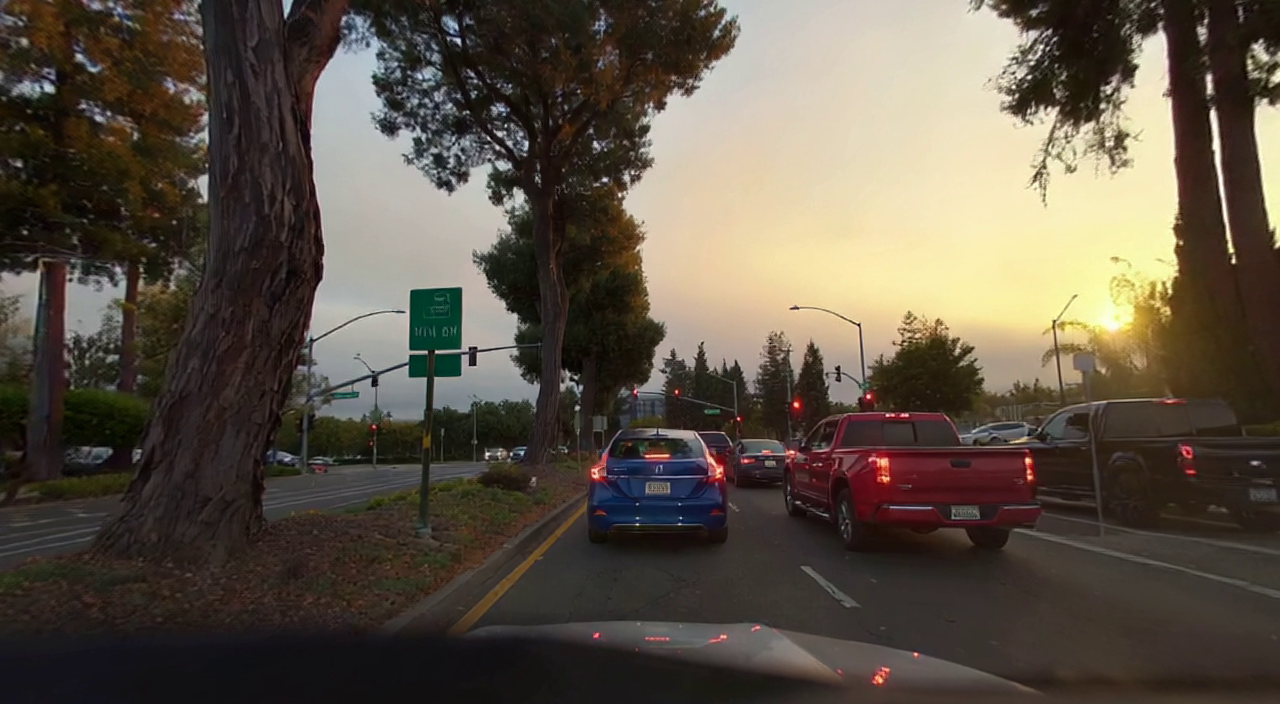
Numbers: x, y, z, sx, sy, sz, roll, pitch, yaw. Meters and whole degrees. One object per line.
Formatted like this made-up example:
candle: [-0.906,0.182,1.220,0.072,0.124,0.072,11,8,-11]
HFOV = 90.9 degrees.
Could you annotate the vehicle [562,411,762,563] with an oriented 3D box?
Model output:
vehicle: [0.245,1.775,8.964,2.168,1.641,4.039,0,-8,0]

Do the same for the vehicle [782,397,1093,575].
vehicle: [3.391,1.631,8.377,2.099,1.725,4.290,0,-8,1]
